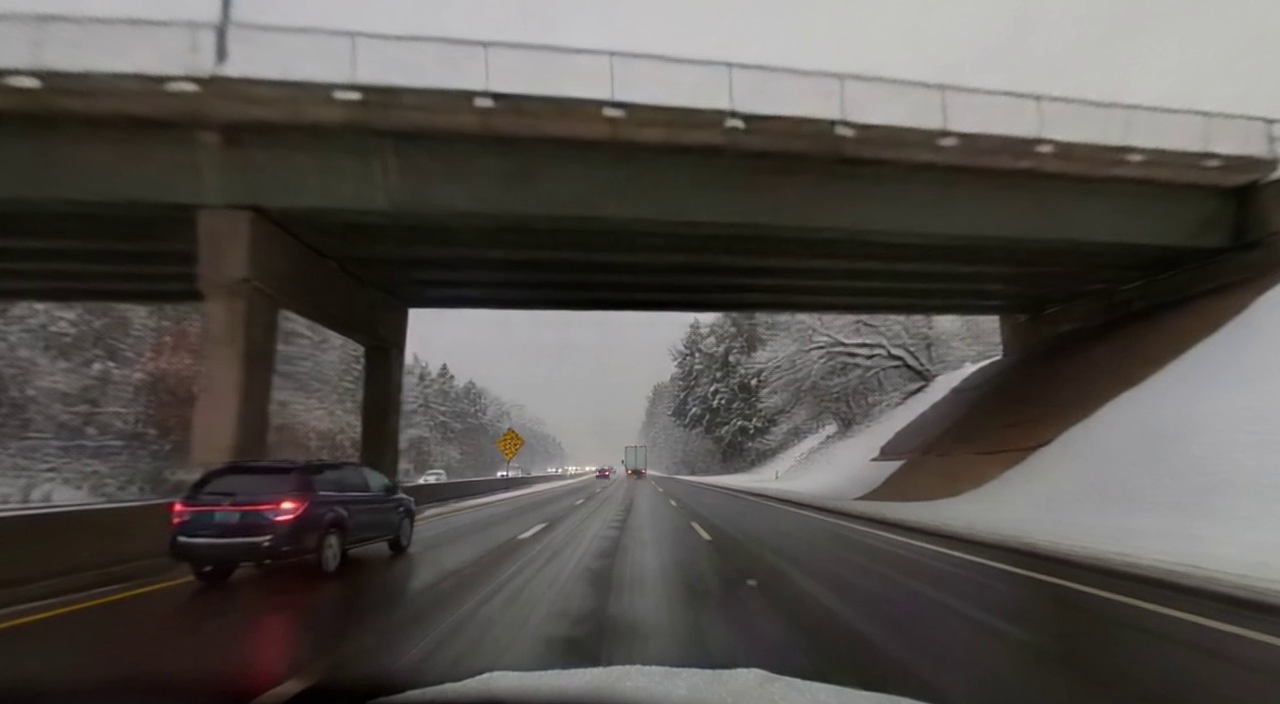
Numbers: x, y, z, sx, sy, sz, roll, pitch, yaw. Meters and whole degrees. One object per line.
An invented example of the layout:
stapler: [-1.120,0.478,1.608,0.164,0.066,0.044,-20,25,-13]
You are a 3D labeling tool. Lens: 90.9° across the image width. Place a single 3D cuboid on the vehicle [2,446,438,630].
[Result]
vehicle: [-4.249,1.983,7.663,1.950,1.460,4.812,1,-11,0]
